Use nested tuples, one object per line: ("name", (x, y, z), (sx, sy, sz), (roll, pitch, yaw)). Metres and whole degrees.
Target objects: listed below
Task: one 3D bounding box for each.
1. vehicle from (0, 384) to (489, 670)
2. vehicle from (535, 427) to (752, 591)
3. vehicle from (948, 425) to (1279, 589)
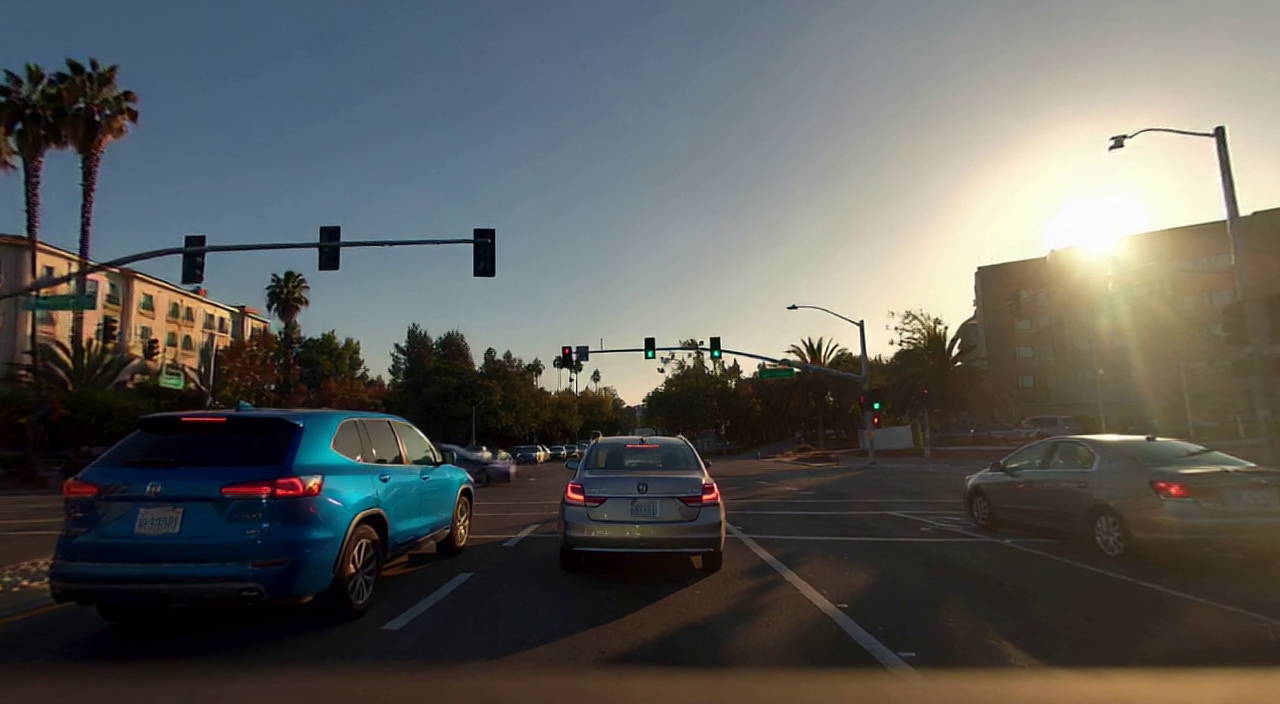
("vehicle", (-3.102, 1.366, 6.066), (2.051, 1.682, 4.467), (0, -8, 2))
("vehicle", (0.001, 1.706, 7.714), (1.942, 1.445, 3.973), (0, -8, -1))
("vehicle", (6.091, 1.758, 8.099), (1.970, 1.489, 4.482), (0, -8, -1))
